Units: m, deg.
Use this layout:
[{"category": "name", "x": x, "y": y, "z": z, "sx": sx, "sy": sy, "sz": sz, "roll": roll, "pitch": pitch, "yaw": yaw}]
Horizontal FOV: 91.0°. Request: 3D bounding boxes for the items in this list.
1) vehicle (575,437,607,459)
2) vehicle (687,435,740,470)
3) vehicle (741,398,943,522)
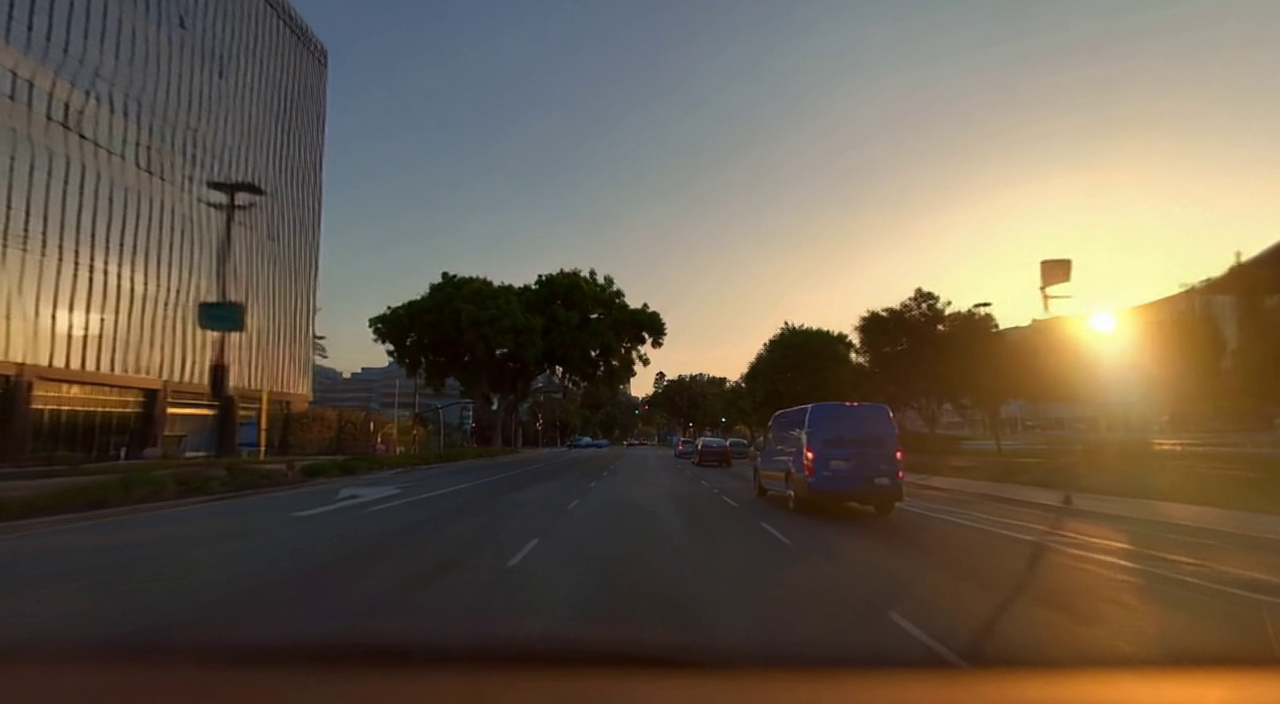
[{"category": "vehicle", "x": -3.432, "y": 6.832, "z": 45.001, "sx": 1.864, "sy": 1.464, "sz": 4.195, "roll": 0, "pitch": -8, "yaw": 1}, {"category": "vehicle", "x": 3.366, "y": 4.682, "z": 29.465, "sx": 1.867, "sy": 1.493, "sz": 4.190, "roll": 0, "pitch": -8, "yaw": -1}, {"category": "vehicle", "x": 3.556, "y": 2.053, "z": 12.400, "sx": 2.200, "sy": 1.914, "sz": 5.145, "roll": 0, "pitch": -8, "yaw": -1}]
